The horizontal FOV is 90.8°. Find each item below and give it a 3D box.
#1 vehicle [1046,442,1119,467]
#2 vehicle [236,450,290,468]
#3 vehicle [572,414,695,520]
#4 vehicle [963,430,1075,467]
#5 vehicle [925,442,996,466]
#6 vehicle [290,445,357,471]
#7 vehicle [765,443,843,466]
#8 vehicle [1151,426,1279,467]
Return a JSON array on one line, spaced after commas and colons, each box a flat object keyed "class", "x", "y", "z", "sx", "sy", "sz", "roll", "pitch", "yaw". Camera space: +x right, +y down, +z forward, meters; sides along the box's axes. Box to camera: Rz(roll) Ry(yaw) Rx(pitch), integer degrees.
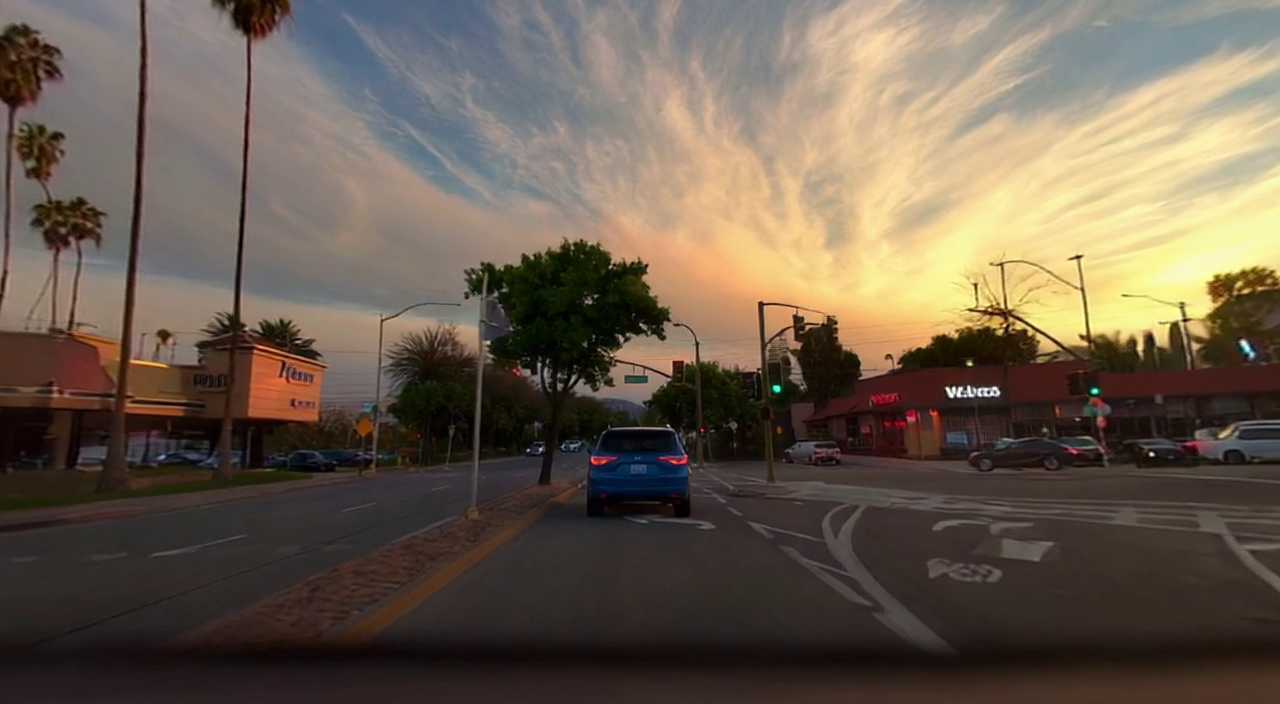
[{"class": "vehicle", "x": 27.369, "y": 6.338, "z": 39.186, "sx": 3.525, "sy": 1.460, "sz": 1.775, "roll": -6, "pitch": -11, "yaw": 32}, {"class": "vehicle", "x": -29.346, "y": 8.300, "z": 49.136, "sx": 4.081, "sy": 1.383, "sz": 1.878, "roll": -6, "pitch": -11, "yaw": 33}, {"class": "vehicle", "x": -0.116, "y": 2.495, "z": 14.117, "sx": 2.263, "sy": 1.932, "sz": 4.709, "roll": 0, "pitch": -9, "yaw": 0}, {"class": "vehicle", "x": 19.171, "y": 4.933, "z": 32.191, "sx": 4.641, "sy": 1.778, "sz": 1.958, "roll": -5, "pitch": -10, "yaw": 27}, {"class": "vehicle", "x": 20.203, "y": 6.411, "z": 39.824, "sx": 3.809, "sy": 1.435, "sz": 1.690, "roll": -6, "pitch": -10, "yaw": 30}, {"class": "vehicle", "x": -22.332, "y": 7.463, "z": 44.556, "sx": 4.790, "sy": 1.687, "sz": 1.969, "roll": -6, "pitch": -10, "yaw": 32}, {"class": "vehicle", "x": 10.868, "y": 6.800, "z": 41.978, "sx": 4.665, "sy": 1.467, "sz": 1.833, "roll": -6, "pitch": -11, "yaw": 33}, {"class": "vehicle", "x": 28.631, "y": 4.586, "z": 30.503, "sx": 5.809, "sy": 1.839, "sz": 1.957, "roll": -6, "pitch": -11, "yaw": 33}]
